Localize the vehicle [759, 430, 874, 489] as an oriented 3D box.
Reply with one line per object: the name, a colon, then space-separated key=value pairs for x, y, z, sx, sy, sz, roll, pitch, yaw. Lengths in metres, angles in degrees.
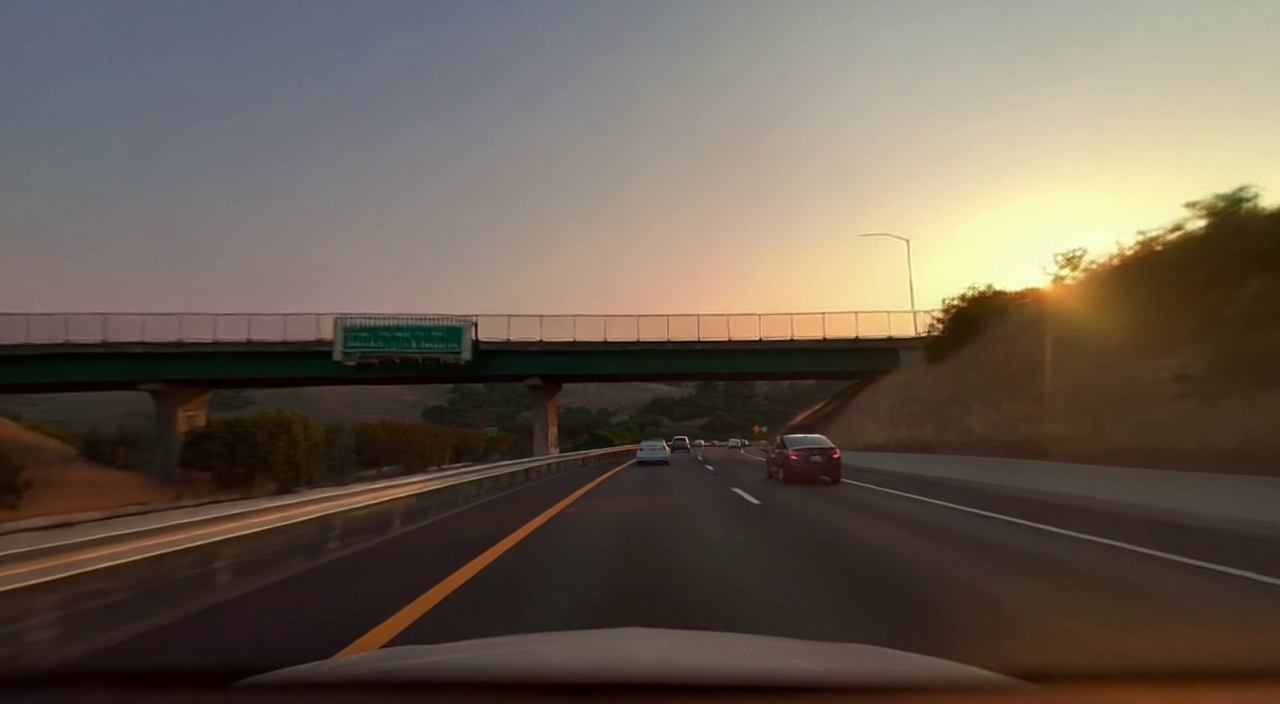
vehicle: x=4.939 y=3.084 z=18.394 sx=2.163 sy=1.489 sz=4.470 roll=0 pitch=-8 yaw=2

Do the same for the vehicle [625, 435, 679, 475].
vehicle: x=0.529 y=4.066 z=25.148 sx=1.993 sy=1.461 sz=3.812 roll=-1 pitch=-8 yaw=3
